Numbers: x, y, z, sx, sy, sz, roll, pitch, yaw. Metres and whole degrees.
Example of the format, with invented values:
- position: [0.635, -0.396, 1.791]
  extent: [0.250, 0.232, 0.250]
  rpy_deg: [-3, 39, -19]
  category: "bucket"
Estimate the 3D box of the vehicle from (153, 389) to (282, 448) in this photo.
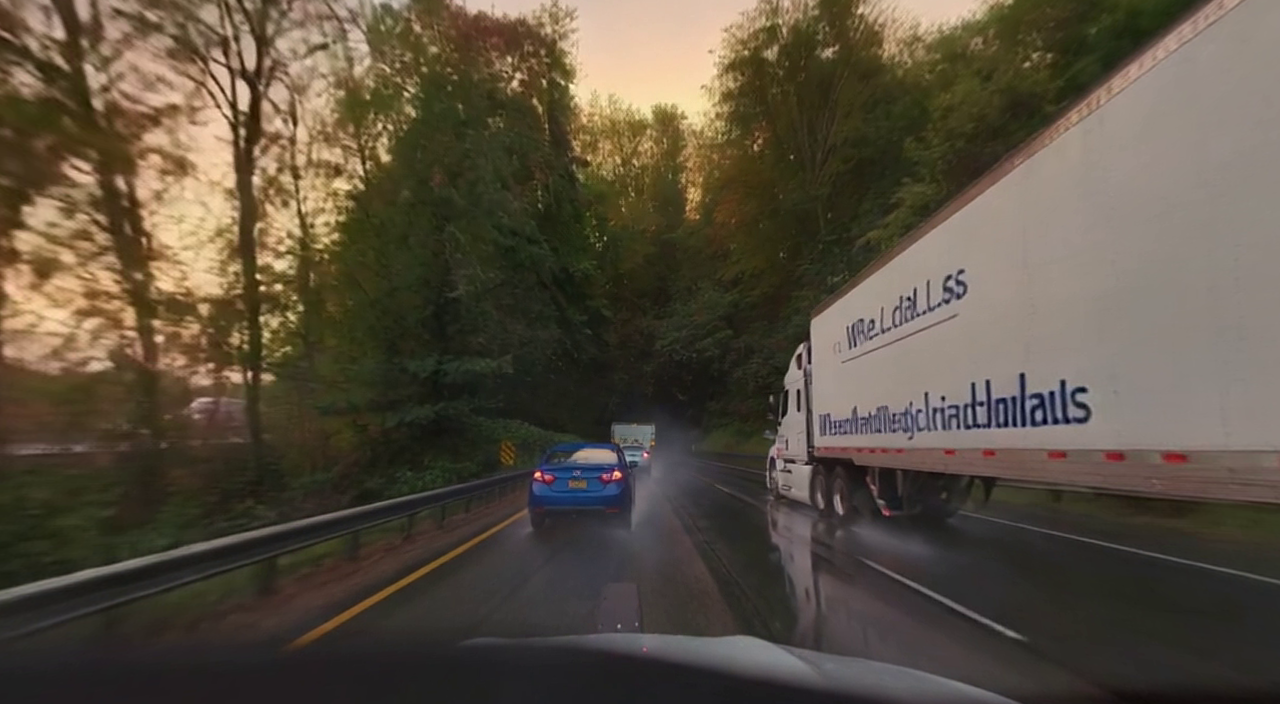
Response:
- position: [-26.760, 4.457, 40.540]
  extent: [2.720, 3.331, 8.732]
  rpy_deg: [0, -9, -4]
  category: "vehicle"

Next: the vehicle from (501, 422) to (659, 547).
- position: [-0.749, 2.003, 10.024]
  extent: [2.038, 1.582, 3.729]
  rpy_deg: [0, -9, 1]
  category: "vehicle"

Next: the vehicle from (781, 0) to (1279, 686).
- position: [4.898, 0.489, 8.063]
  extent: [2.825, 4.043, 14.051]
  rpy_deg: [0, -9, 0]
  category: "vehicle"
